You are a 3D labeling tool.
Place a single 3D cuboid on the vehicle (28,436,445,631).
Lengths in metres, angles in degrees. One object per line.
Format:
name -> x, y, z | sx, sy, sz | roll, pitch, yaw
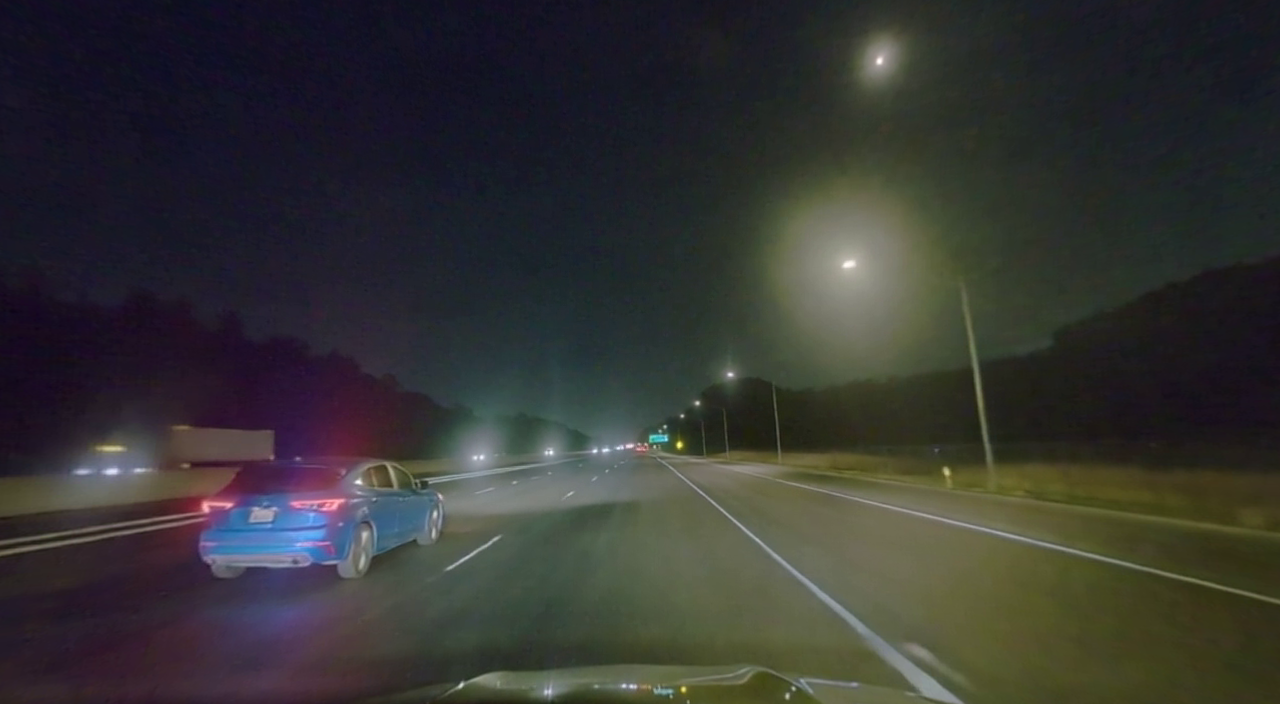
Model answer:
vehicle -> -3.727, 1.691, 6.839 | 1.935, 1.479, 3.787 | 0, -8, 1
